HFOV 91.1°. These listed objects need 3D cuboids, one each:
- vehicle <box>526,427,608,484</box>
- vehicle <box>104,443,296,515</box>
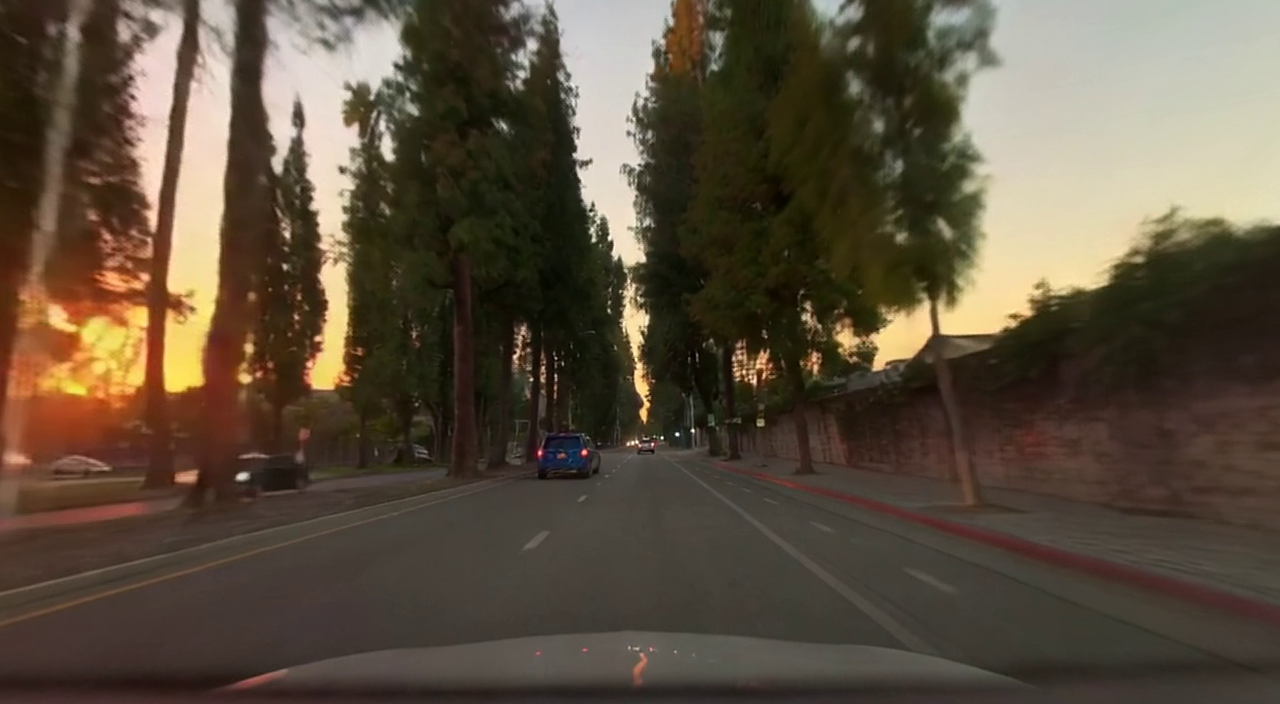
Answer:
[{"bbox_3d":[-2.506,3.746,22.967,2.281,1.837,4.845,0,-8,2],"label":"vehicle"},{"bbox_3d":[-10.959,3.141,16.093,1.876,1.590,4.060,0,-8,1],"label":"vehicle"}]
